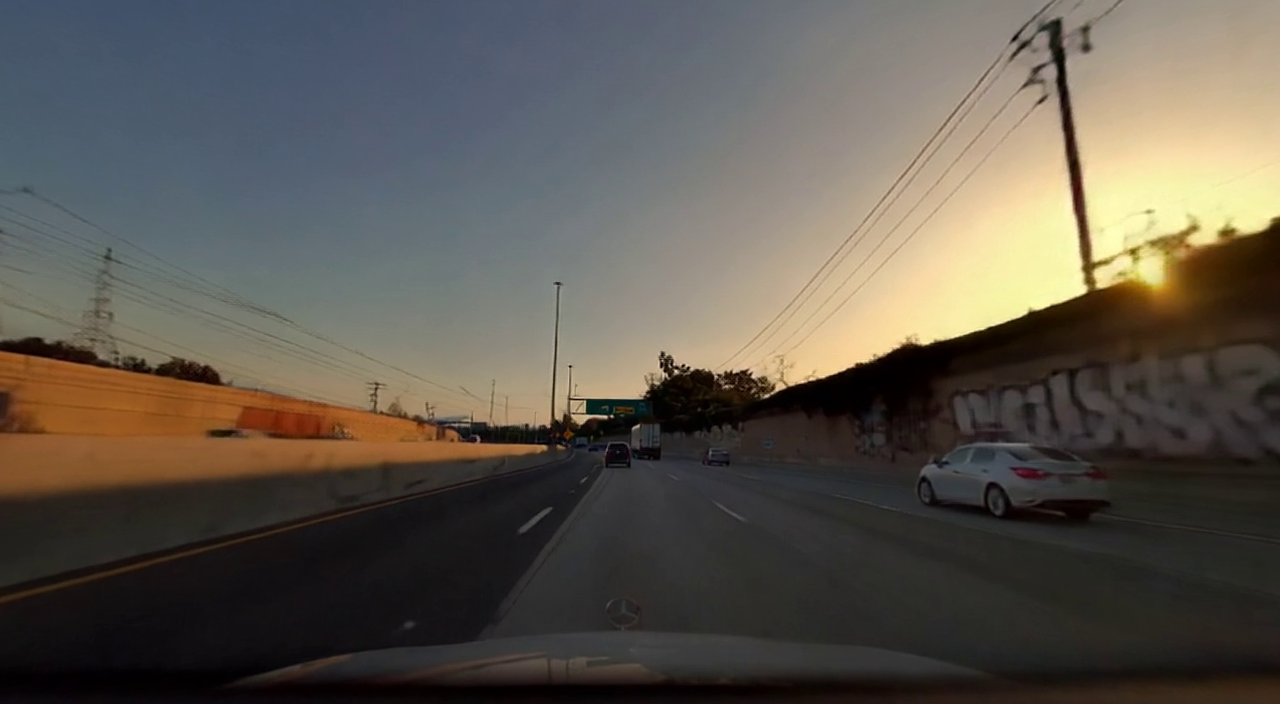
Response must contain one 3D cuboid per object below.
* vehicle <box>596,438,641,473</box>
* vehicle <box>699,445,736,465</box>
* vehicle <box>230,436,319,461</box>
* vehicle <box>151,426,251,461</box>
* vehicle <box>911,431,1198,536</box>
[{"bbox_3d":[-1.122,5.380,33.007,2.191,1.685,3.353,0,-9,-2],"label":"vehicle"},{"bbox_3d":[5.964,8.004,49.345,2.018,1.451,4.762,1,-9,-4],"label":"vehicle"},{"bbox_3d":[-17.803,4.731,31.009,1.812,1.123,4.446,0,-9,-1],"label":"vehicle"},{"bbox_3d":[-21.353,4.498,30.947,1.878,1.566,4.240,0,-9,-1],"label":"vehicle"},{"bbox_3d":[7.071,2.276,11.602,2.032,1.525,4.631,0,-9,-1],"label":"vehicle"}]
